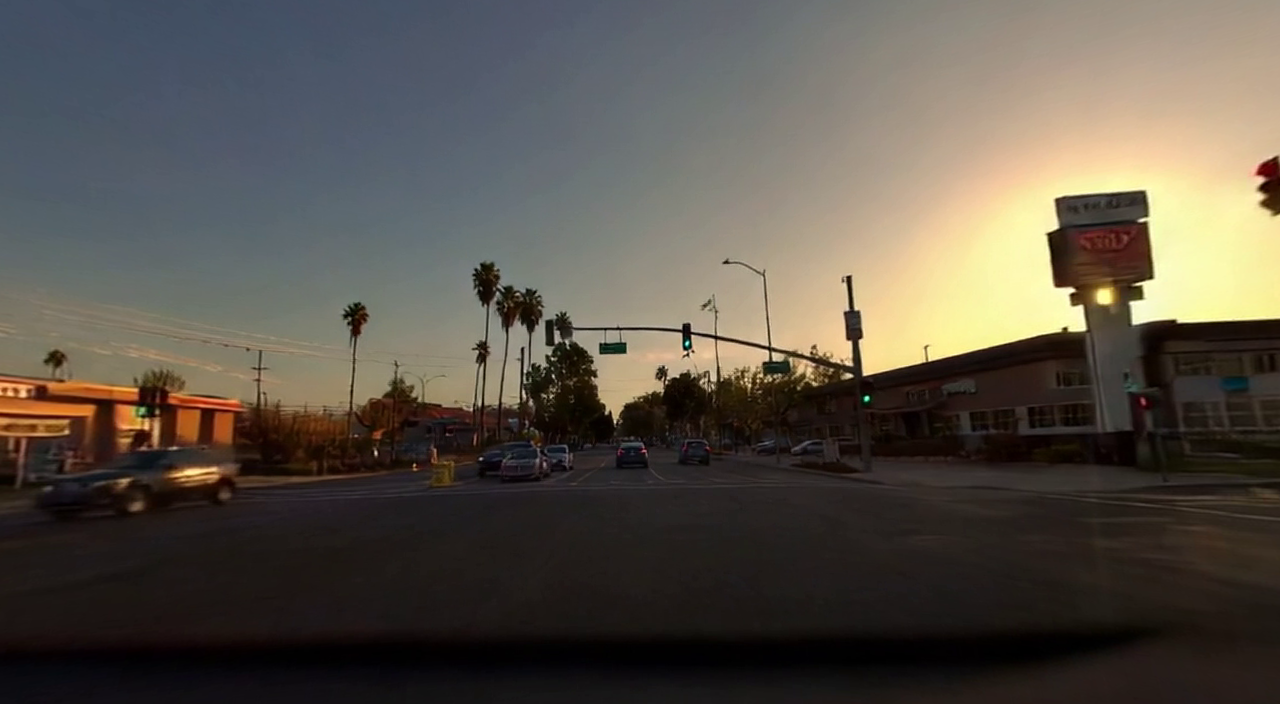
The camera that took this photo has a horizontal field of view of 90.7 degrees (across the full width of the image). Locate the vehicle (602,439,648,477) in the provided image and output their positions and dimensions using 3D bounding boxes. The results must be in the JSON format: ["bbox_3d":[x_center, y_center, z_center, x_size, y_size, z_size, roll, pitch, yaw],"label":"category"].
[{"bbox_3d":[-0.705,5.323,31.865,2.177,1.754,3.815,0,-9,0],"label":"vehicle"}]

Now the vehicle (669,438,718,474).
[{"bbox_3d":[2.977,5.943,36.286,2.190,1.913,5.174,0,-9,-2],"label":"vehicle"}]

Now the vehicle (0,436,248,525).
[{"bbox_3d":[-13.244,3.204,16.498,2.287,1.874,5.798,0,-9,0],"label":"vehicle"}]

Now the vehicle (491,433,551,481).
[{"bbox_3d":[-5.671,5.079,30.807,2.072,2.107,4.723,0,-9,-1],"label":"vehicle"}]
